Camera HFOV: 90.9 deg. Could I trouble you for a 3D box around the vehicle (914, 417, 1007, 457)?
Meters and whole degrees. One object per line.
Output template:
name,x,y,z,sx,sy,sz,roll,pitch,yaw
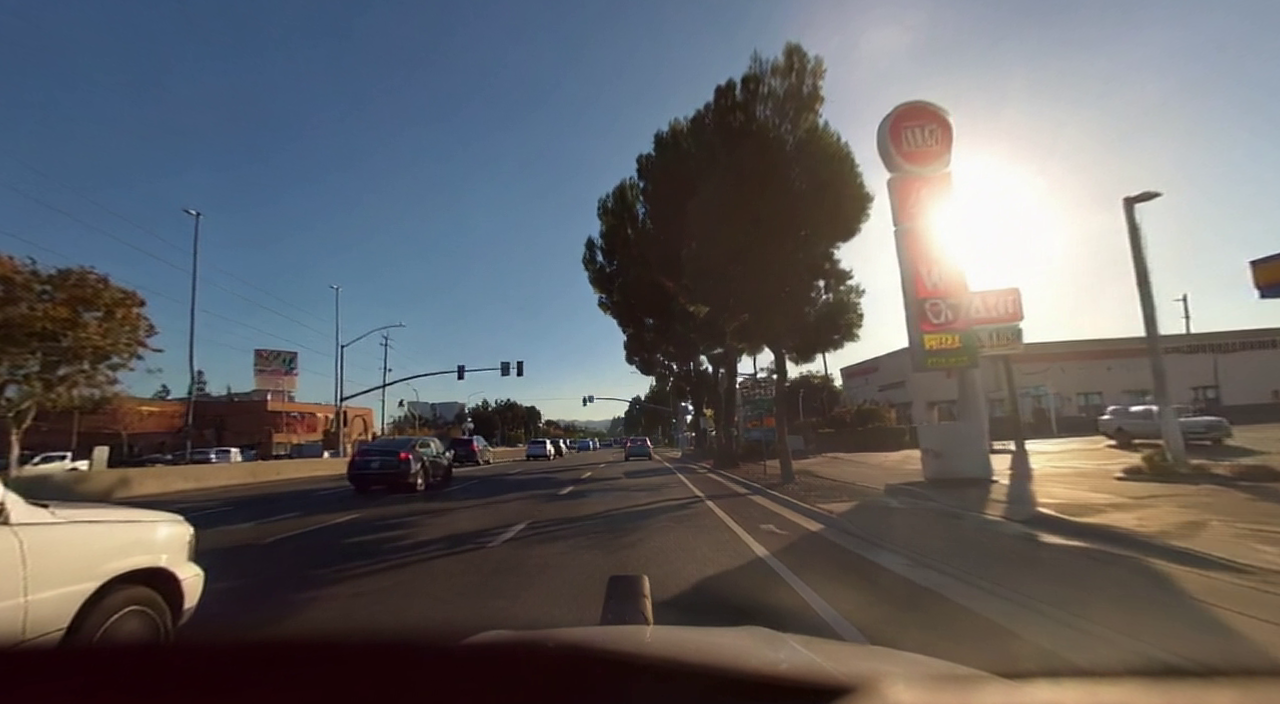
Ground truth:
vehicle,15.924,4.290,31.642,2.116,1.849,4.806,0,-8,0

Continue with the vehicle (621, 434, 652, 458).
vehicle,-0.245,7.043,47.449,2.211,1.717,4.379,0,-8,1

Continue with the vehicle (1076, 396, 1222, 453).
vehicle,23.640,3.486,29.708,2.314,2.302,5.730,-4,-8,5

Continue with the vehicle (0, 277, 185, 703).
vehicle,-3.261,0.445,0.506,2.190,1.844,4.751,0,-8,0

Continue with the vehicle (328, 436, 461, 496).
vehicle,-6.730,3.142,17.874,1.960,1.468,4.345,0,-8,1

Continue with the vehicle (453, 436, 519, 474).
vehicle,-6.733,4.527,27.995,1.804,1.513,4.191,0,-8,1

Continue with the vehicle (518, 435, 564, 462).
vehicle,-6.326,6.257,40.852,2.130,1.636,4.427,0,-8,2
